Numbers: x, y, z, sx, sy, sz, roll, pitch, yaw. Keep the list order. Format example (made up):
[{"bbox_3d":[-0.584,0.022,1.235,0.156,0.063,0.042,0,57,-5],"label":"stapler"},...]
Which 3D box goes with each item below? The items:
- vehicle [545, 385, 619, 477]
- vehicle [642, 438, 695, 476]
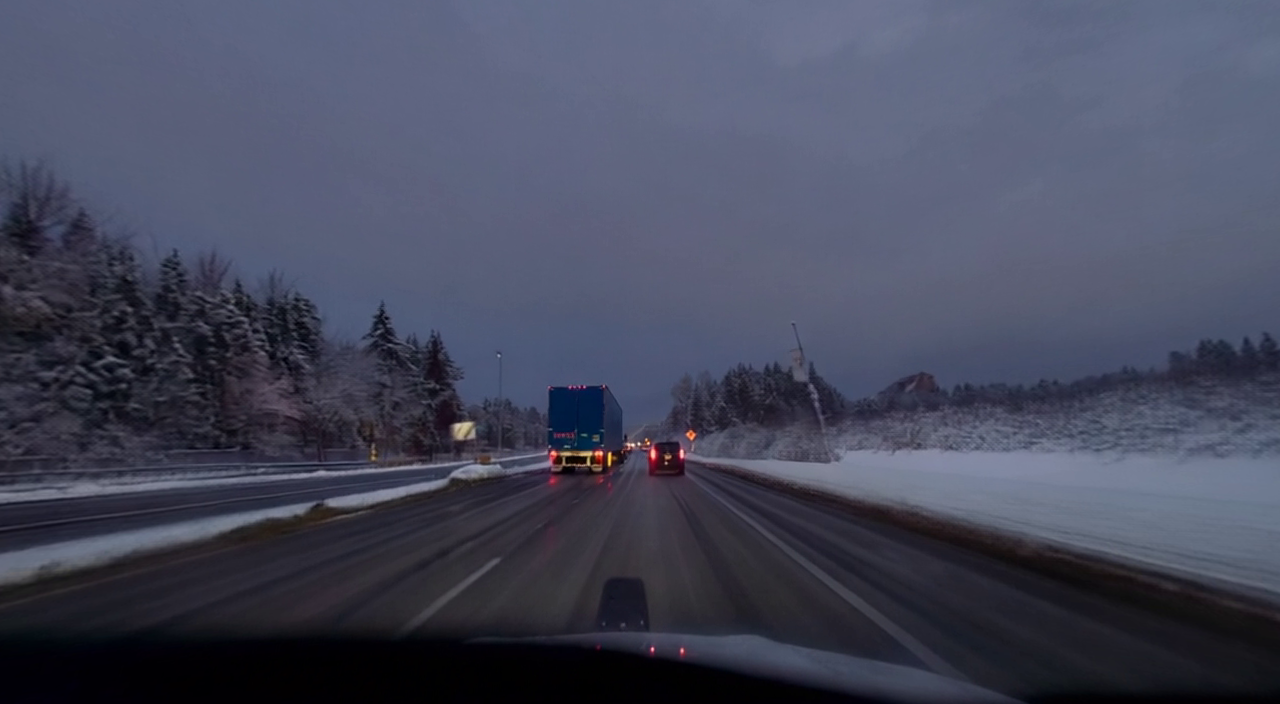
[{"bbox_3d":[-2.846,4.673,36.251,2.906,4.115,15.715,0,-8,0],"label":"vehicle"},{"bbox_3d":[1.252,4.974,30.127,2.304,1.675,4.462,0,-8,0],"label":"vehicle"}]
